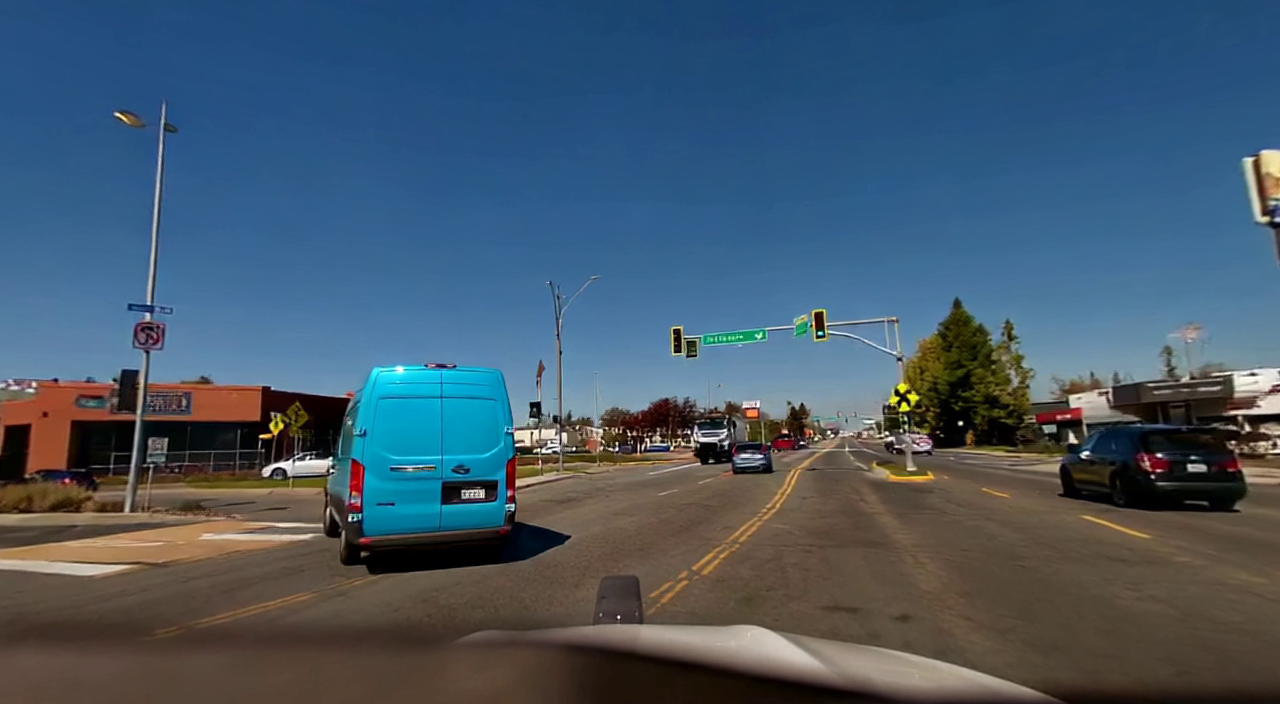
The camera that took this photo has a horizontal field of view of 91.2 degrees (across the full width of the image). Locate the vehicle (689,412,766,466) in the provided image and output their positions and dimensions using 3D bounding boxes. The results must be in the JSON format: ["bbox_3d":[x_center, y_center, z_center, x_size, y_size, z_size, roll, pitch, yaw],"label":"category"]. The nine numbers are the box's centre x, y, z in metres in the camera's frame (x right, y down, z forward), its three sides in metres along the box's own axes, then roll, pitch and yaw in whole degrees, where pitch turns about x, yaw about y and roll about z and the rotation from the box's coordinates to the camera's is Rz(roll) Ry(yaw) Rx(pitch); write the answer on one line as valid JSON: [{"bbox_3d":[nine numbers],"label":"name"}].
[{"bbox_3d":[6.757,6.446,45.699,3.158,3.294,13.584,-4,-10,17],"label":"vehicle"}]

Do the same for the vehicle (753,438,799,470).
[{"bbox_3d":[7.359,5.456,33.687,1.948,1.613,3.879,-3,-9,18],"label":"vehicle"}]

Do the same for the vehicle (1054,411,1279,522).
[{"bbox_3d":[10.046,2.118,12.002,2.158,1.696,4.417,-3,-9,16],"label":"vehicle"}]

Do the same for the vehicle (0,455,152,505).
[{"bbox_3d":[-19.408,4.333,21.502,4.457,1.533,1.933,-3,-9,18],"label":"vehicle"}]

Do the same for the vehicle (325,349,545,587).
[{"bbox_3d":[-3.544,1.725,10.067,2.432,2.624,5.670,4,-10,-25],"label":"vehicle"}]

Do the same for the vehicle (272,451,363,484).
[{"bbox_3d":[-17.088,6.065,33.282,4.109,1.592,2.008,4,-10,-28],"label":"vehicle"}]

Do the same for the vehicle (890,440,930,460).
[{"bbox_3d":[20.930,7.611,48.703,2.144,1.473,4.250,-3,-9,15],"label":"vehicle"}]
